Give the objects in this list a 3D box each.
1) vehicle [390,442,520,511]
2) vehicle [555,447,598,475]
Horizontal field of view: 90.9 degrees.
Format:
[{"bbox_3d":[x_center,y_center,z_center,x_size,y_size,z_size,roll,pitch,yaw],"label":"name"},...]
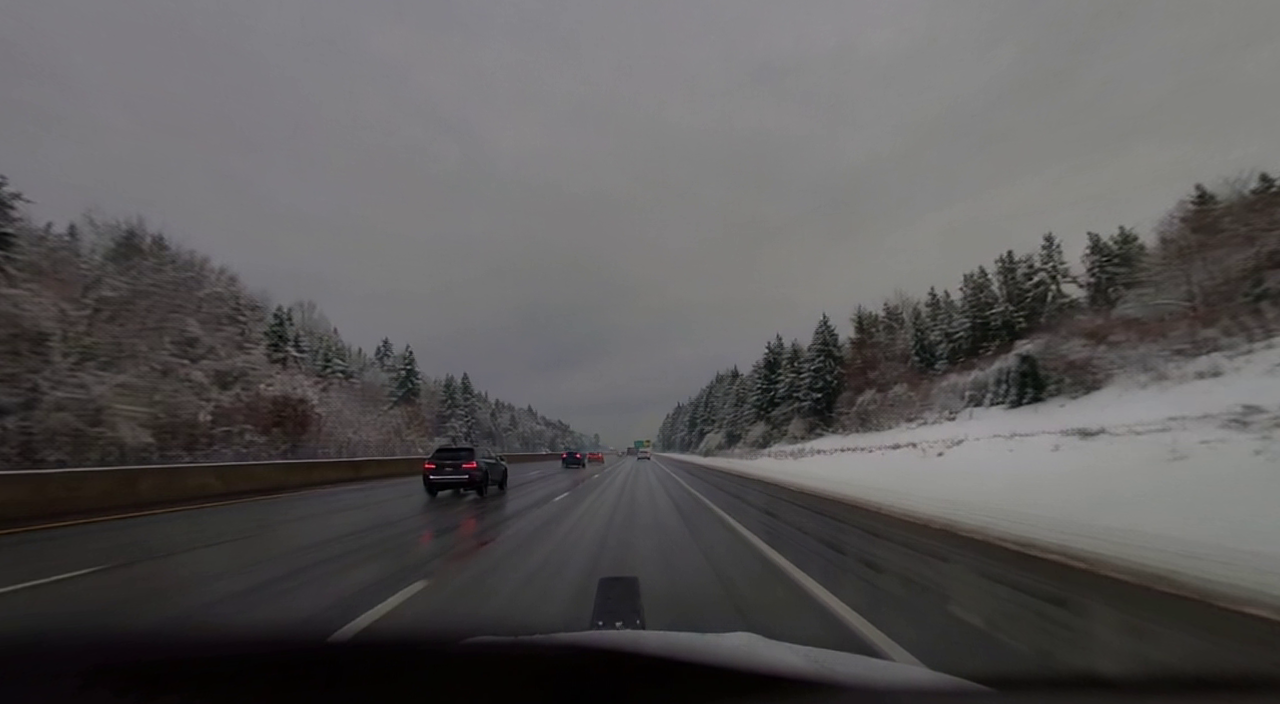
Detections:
[{"bbox_3d":[-4.568,3.131,16.369,1.975,1.501,4.603,0,-9,0],"label":"vehicle"},{"bbox_3d":[-3.590,6.234,36.151,2.005,1.474,3.921,0,-9,1],"label":"vehicle"}]
